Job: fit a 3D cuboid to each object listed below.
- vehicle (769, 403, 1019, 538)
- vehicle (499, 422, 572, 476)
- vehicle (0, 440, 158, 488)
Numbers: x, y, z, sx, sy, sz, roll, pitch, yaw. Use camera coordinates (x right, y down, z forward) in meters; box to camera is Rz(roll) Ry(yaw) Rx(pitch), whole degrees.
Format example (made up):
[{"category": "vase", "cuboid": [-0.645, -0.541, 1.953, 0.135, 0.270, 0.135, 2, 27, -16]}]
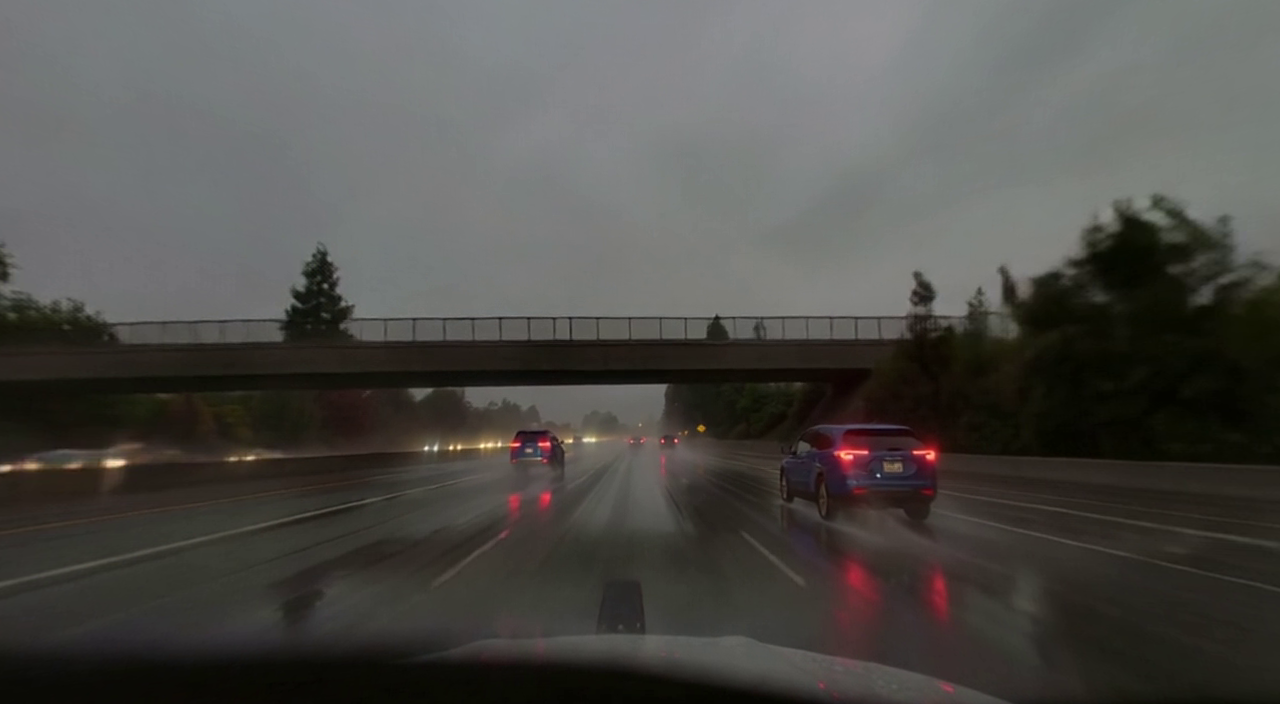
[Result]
[{"category": "vehicle", "cuboid": [3.790, 1.878, 10.551, 2.185, 1.749, 4.477, 0, -8, -2]}, {"category": "vehicle", "cuboid": [-3.941, 3.774, 24.698, 2.018, 1.872, 4.728, 0, -8, 0]}, {"category": "vehicle", "cuboid": [-22.801, 4.492, 25.745, 2.224, 1.713, 5.176, 0, -9, 0]}]
